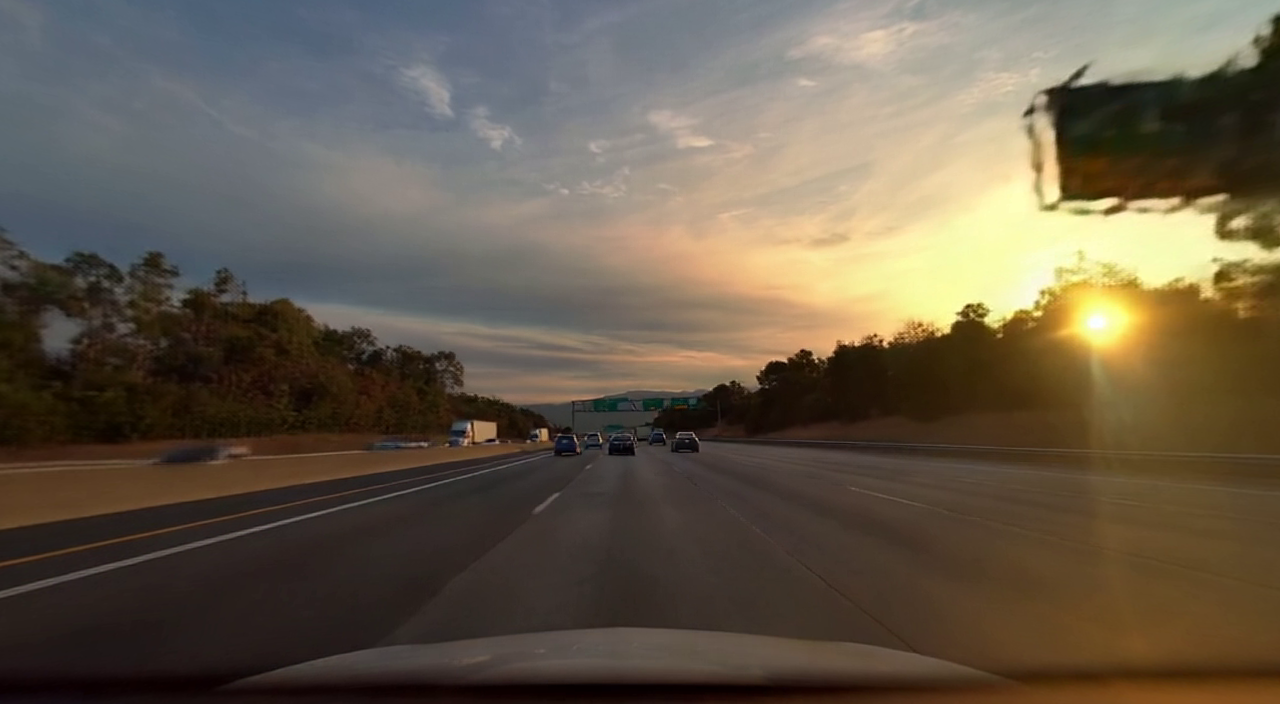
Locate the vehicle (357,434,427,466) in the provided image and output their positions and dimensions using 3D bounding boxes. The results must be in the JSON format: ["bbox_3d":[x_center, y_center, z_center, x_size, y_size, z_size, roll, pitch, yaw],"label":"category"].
[{"bbox_3d":[-14.127,5.588,36.092,2.066,1.693,4.782,0,-8,0],"label":"vehicle"}]

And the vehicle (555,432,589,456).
[{"bbox_3d":[-4.796,6.549,44.818,2.046,1.658,4.008,0,-8,0],"label":"vehicle"}]

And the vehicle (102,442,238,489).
[{"bbox_3d":[-17.294,4.151,23.435,1.886,1.517,4.079,0,-8,0],"label":"vehicle"}]

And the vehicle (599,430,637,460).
[{"bbox_3d":[-1.288,5.518,37.493,2.119,1.629,3.946,0,-8,-2],"label":"vehicle"}]

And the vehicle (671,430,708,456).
[{"bbox_3d":[3.312,6.213,42.882,2.066,1.673,4.225,0,-8,-2],"label":"vehicle"}]
